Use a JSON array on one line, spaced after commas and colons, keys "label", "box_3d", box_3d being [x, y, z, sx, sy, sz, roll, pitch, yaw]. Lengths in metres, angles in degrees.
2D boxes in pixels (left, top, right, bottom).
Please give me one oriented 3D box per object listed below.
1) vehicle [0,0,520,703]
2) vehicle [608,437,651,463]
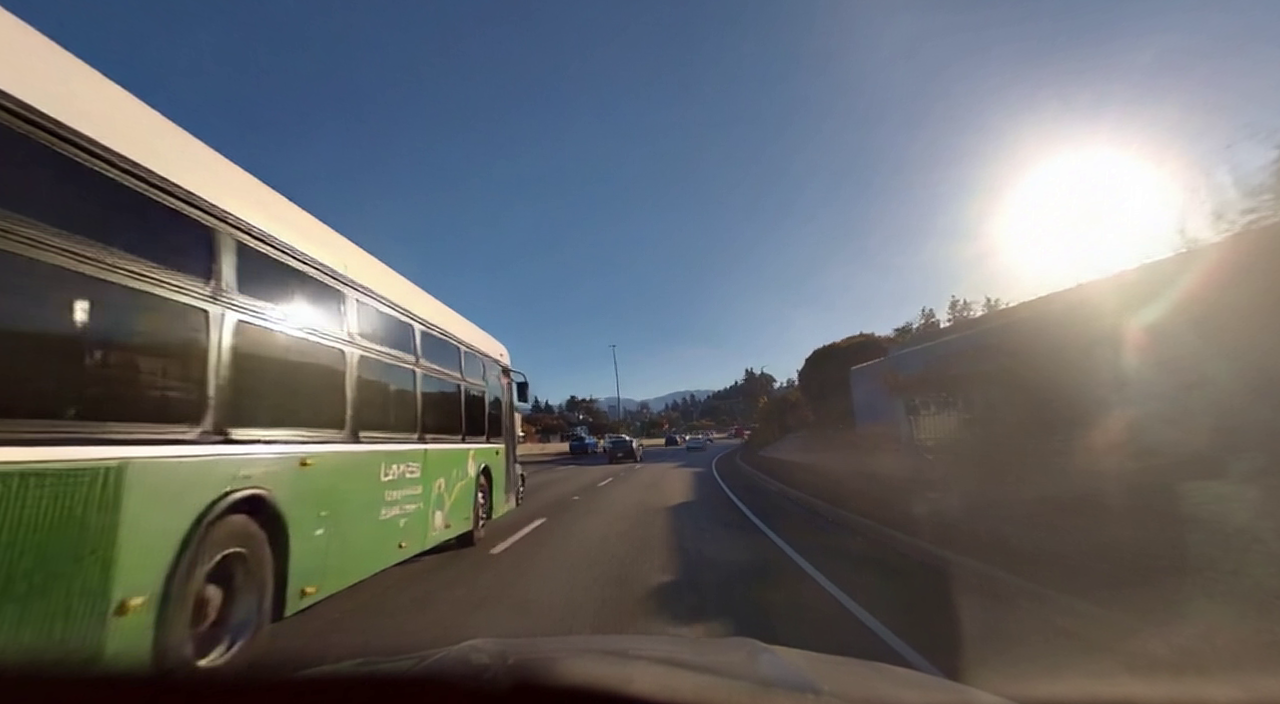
[{"label": "vehicle", "box_3d": [-3.270, 0.534, 4.701, 2.888, 2.944, 8.373, -1, -9, 2]}, {"label": "vehicle", "box_3d": [-0.586, 5.939, 38.311, 1.928, 1.455, 4.361, -2, -9, 8]}]
